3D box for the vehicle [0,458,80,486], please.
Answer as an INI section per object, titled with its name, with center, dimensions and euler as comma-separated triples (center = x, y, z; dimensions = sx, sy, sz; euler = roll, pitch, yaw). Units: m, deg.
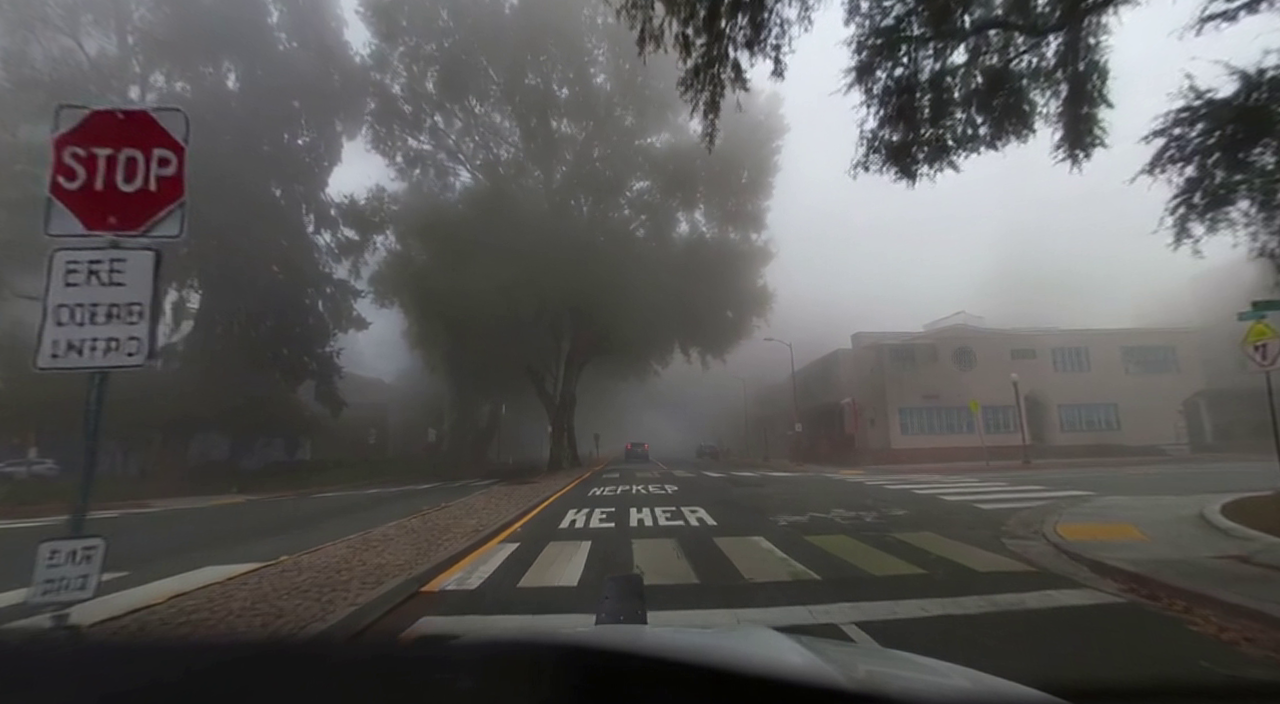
[vehicle]
center = -36.977, 7.261, 38.487
dimensions = 1.871, 1.523, 4.028
euler = 0, -9, 2
